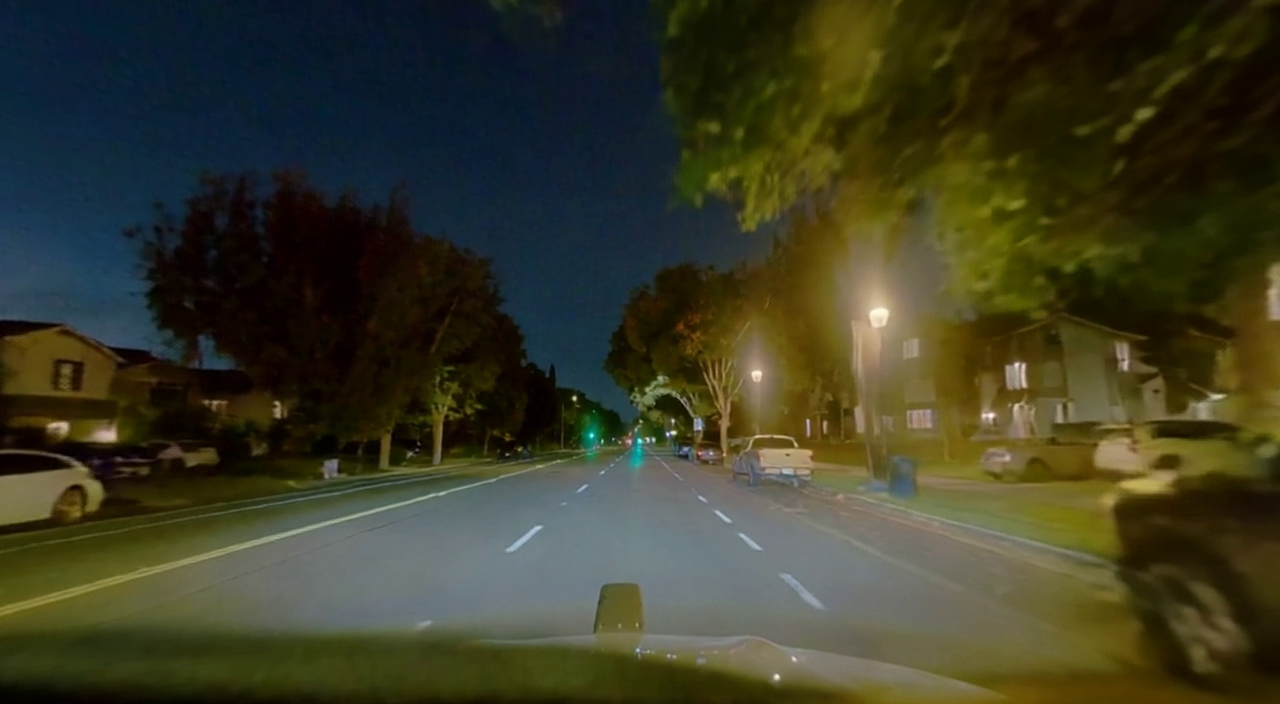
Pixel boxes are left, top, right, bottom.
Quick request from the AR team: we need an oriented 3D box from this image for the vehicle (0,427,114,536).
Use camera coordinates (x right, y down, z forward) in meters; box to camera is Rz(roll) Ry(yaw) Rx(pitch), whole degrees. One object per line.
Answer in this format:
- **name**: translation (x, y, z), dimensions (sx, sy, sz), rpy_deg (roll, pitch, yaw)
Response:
- **vehicle**: translation (-10.855, 2.050, 9.712), dimensions (1.964, 1.667, 4.217), rpy_deg (-3, -9, -2)

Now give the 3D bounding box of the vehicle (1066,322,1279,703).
- **vehicle**: translation (3.940, 0.673, 1.695), dimensions (2.120, 1.916, 4.836), rpy_deg (0, -8, -1)

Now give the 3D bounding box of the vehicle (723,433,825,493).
- **vehicle**: translation (3.997, 3.394, 19.754), dimensions (1.999, 1.615, 4.513), rpy_deg (1, -8, -3)

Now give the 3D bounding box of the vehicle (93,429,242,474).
- **vehicle**: translation (-19.165, 4.042, 25.791), dimensions (4.484, 1.733, 1.913), rpy_deg (0, -8, 0)

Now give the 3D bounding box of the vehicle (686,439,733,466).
- **vehicle**: translation (4.010, 5.916, 37.345), dimensions (1.997, 1.510, 4.555), rpy_deg (1, -8, -3)
